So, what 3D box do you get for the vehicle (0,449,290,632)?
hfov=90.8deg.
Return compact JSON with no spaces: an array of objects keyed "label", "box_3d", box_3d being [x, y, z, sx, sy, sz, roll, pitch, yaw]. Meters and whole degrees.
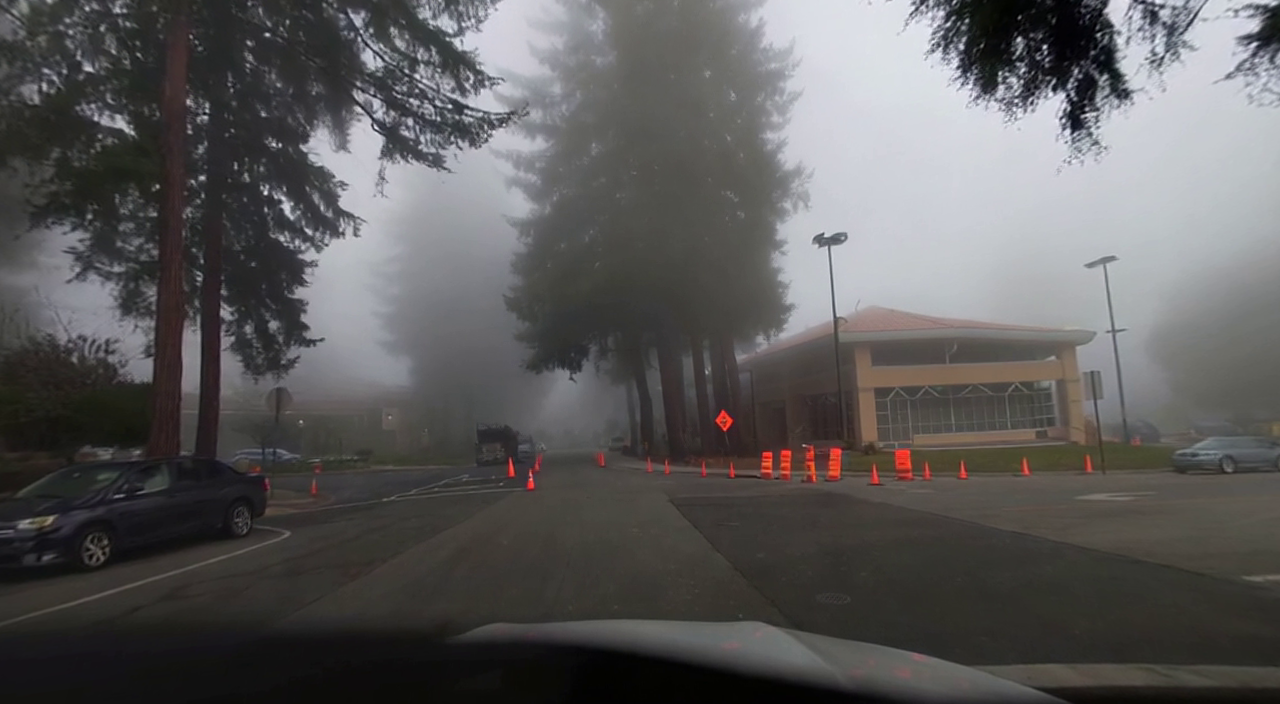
[{"label":"vehicle","box_3d":[-7.621,2.029,7.595,2.961,1.701,7.563,1,-9,-4]}]
